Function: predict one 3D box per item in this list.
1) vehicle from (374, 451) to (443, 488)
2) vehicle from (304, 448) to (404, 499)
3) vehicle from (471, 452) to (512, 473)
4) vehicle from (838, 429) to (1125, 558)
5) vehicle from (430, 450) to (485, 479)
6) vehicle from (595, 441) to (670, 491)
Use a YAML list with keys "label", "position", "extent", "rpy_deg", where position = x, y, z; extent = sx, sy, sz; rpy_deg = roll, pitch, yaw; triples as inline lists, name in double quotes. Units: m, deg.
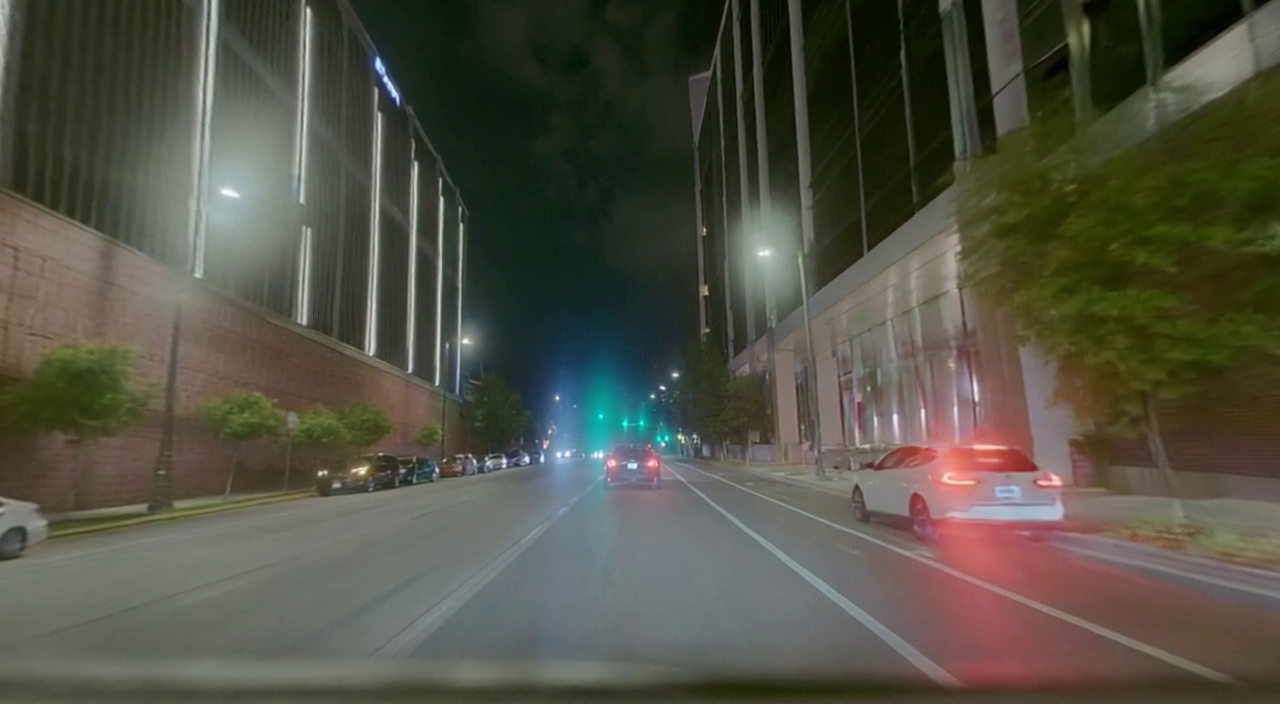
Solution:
- label: "vehicle"
  position: [-11.730, 5.945, 32.284]
  extent: [1.881, 1.686, 4.451]
  rpy_deg: [0, -8, -1]
- label: "vehicle"
  position: [-11.891, 5.029, 26.693]
  extent: [2.114, 1.938, 4.590]
  rpy_deg: [0, -8, -1]
- label: "vehicle"
  position: [-11.557, 8.618, 49.419]
  extent: [1.991, 1.507, 4.879]
  rpy_deg: [0, -8, 0]
- label: "vehicle"
  position: [4.967, 2.087, 10.080]
  extent: [2.075, 1.584, 4.201]
  rpy_deg: [0, -9, -2]
- label: "vehicle"
  position: [-11.824, 7.278, 41.286]
  extent: [2.077, 1.732, 4.704]
  rpy_deg: [0, -8, 1]
- label: "vehicle"
  position: [-0.197, 3.735, 21.079]
  extent: [2.269, 1.479, 3.980]
  rpy_deg: [0, -8, 1]
